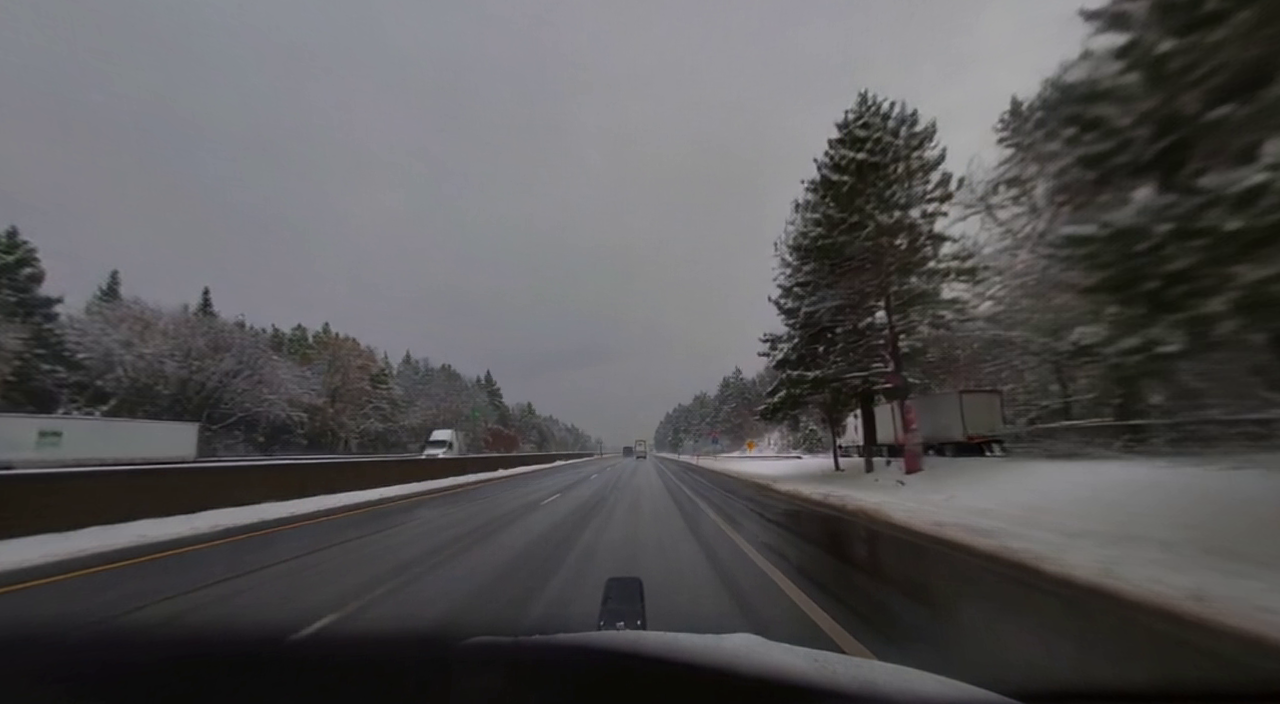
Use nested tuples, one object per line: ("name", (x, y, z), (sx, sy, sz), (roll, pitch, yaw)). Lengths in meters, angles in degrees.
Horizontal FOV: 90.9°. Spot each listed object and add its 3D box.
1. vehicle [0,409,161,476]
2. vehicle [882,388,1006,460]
("vehicle", (-38.567, 5.705, 39.328), (2.898, 3.855, 17.999), (0, -9, 2))
("vehicle", (19.261, 4.817, 40.859), (2.763, 4.126, 9.013), (1, -9, -5))
